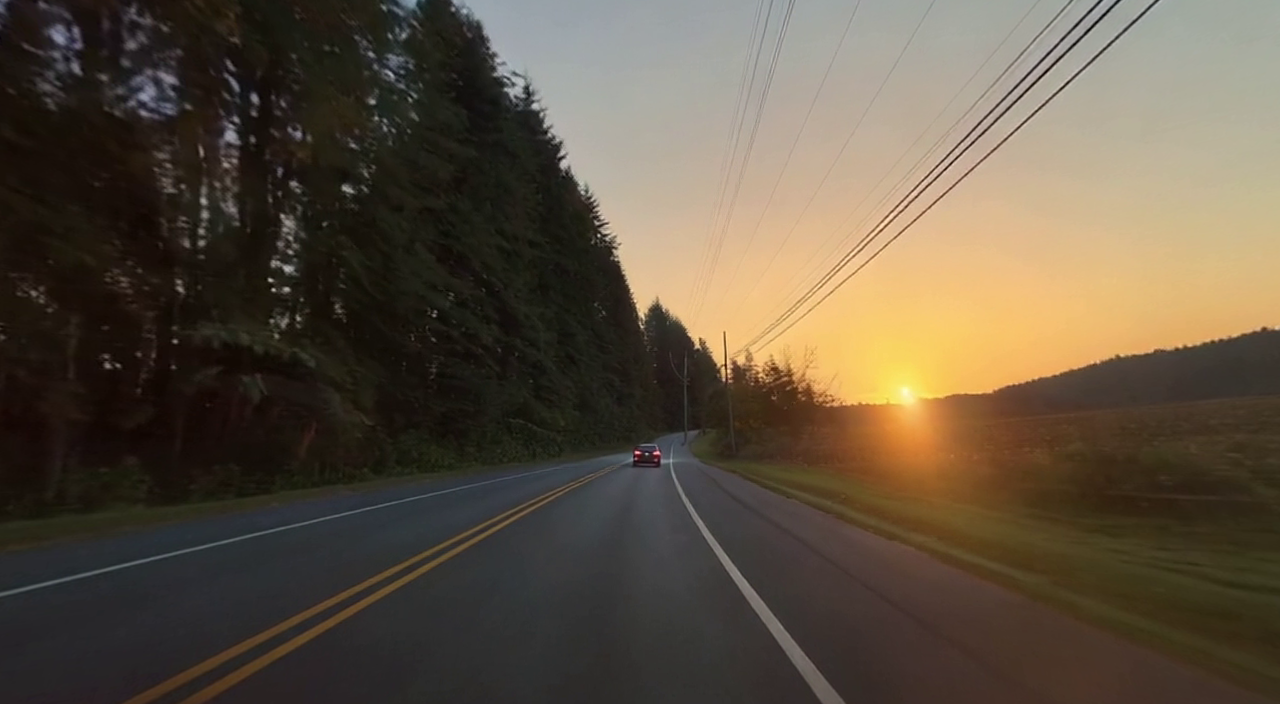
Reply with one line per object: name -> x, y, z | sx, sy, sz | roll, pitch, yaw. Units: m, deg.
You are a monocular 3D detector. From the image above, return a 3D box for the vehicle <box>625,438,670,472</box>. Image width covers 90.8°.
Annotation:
vehicle -> 0.415, 5.031, 31.101 | 2.059, 1.524, 3.963 | 0, -8, 2
